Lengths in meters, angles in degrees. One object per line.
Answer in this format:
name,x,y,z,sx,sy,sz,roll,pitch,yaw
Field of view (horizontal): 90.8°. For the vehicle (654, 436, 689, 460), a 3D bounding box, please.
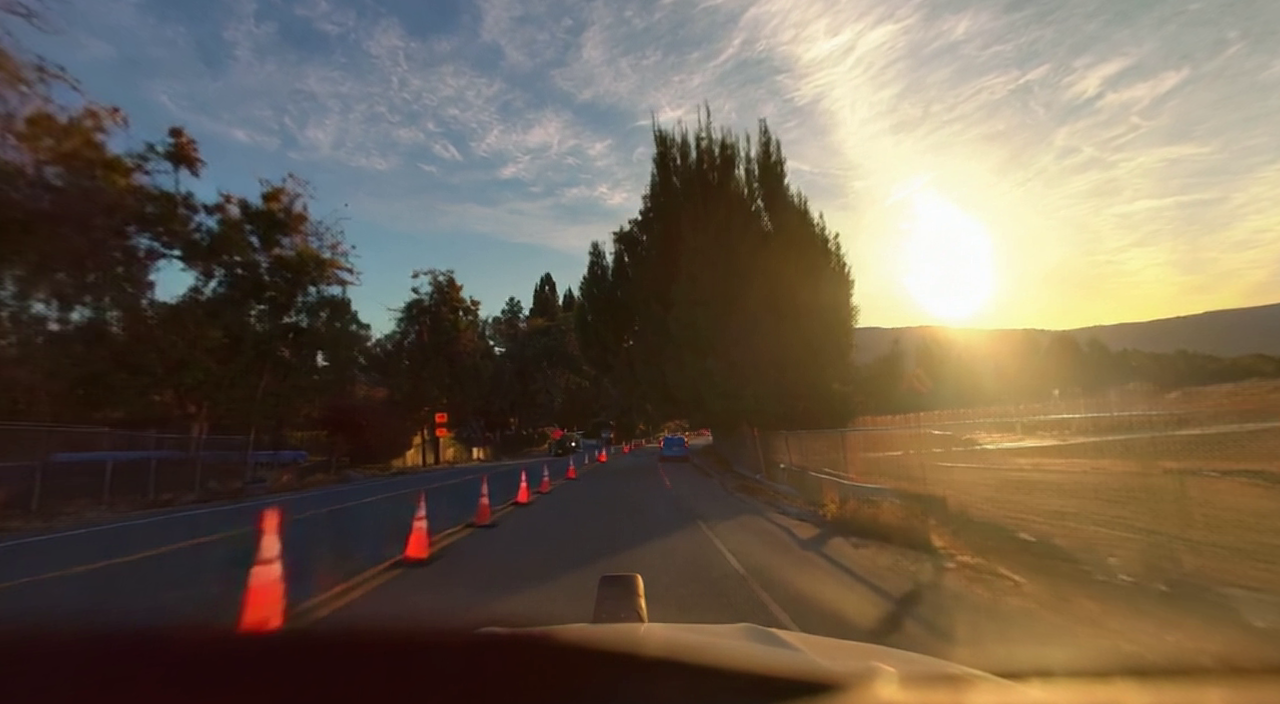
vehicle,2.047,6.311,41.611,2.172,1.486,3.581,-1,-9,3
